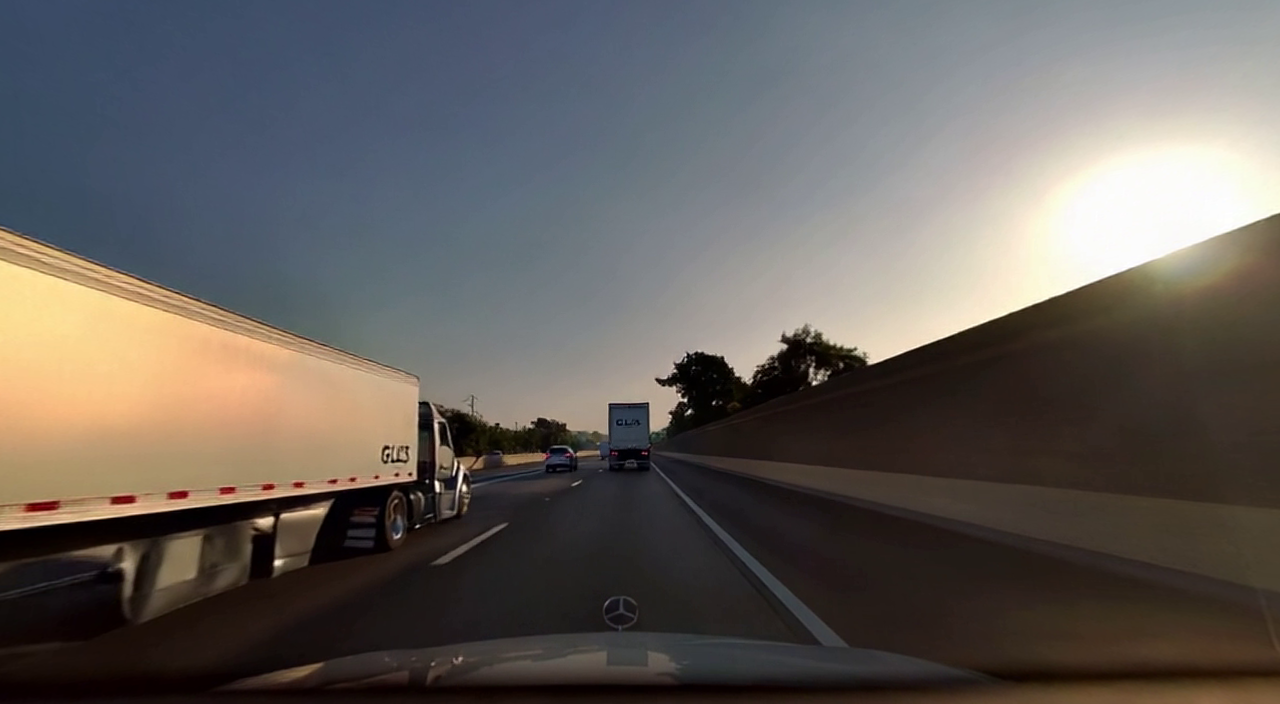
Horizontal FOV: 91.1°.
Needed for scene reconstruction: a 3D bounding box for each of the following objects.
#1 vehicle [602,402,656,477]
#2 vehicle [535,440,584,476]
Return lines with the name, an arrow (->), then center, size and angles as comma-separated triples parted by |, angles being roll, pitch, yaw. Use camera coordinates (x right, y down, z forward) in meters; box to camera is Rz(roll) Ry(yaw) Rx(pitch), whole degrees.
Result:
vehicle -> -0.670, 5.475, 38.947 | 2.923, 4.007, 9.760 | 0, -9, -1
vehicle -> -4.722, 6.311, 37.660 | 2.226, 1.935, 5.130 | 0, -9, 0
